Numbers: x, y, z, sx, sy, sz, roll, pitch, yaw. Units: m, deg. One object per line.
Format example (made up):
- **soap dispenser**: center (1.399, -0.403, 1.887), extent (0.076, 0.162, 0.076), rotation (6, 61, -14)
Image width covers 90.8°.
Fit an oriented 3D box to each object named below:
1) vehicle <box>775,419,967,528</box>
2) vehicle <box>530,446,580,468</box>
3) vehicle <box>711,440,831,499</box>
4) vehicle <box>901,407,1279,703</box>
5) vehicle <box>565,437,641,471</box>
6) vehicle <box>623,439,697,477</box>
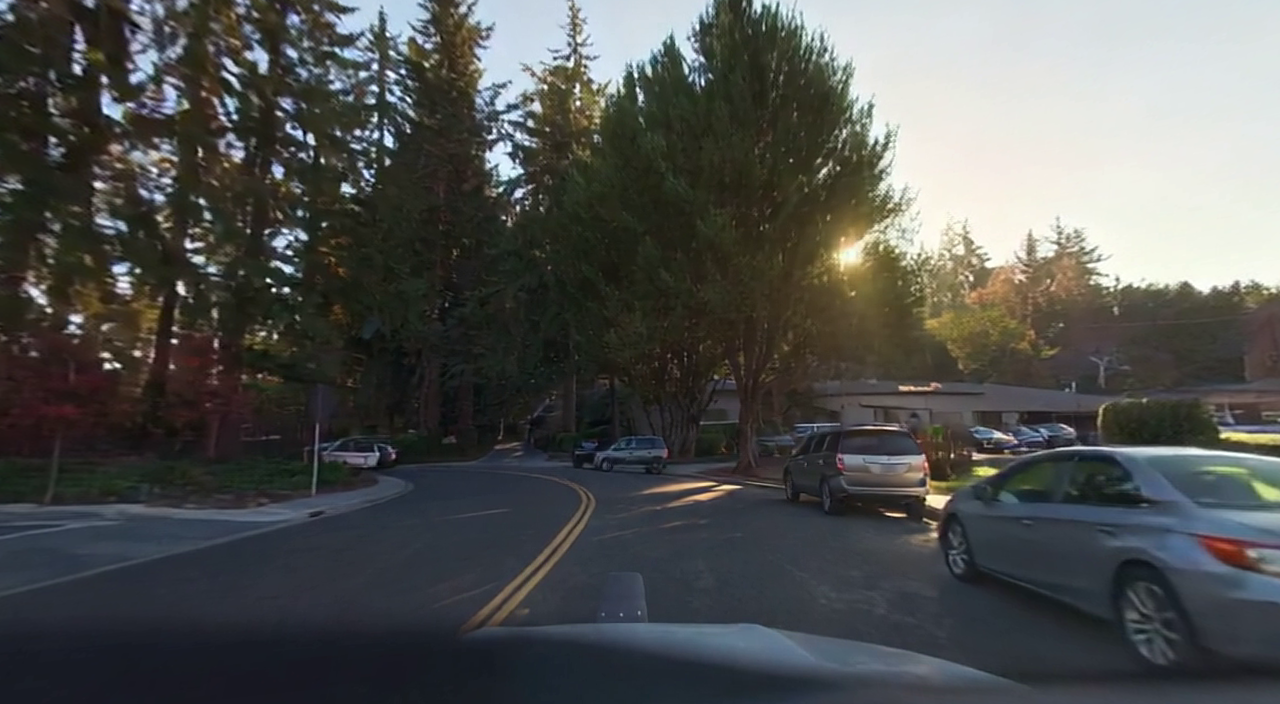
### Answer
- **vehicle**: center (4.341, 2.356, 12.826), extent (1.922, 1.785, 4.513), rotation (1, -9, -4)
- **vehicle**: center (-6.202, 7.547, 45.669), extent (1.789, 1.504, 4.435), rotation (6, -10, -33)
- **vehicle**: center (3.676, 3.400, 18.724), extent (1.844, 1.501, 4.635), rotation (2, -9, -10)
- **vehicle**: center (3.913, 1.292, 4.692), extent (2.046, 1.502, 4.767), rotation (0, -9, 2)
- **vehicle**: center (-2.374, 6.217, 38.767), extent (2.511, 1.904, 6.143), rotation (4, -10, -25)
- **vehicle**: center (0.894, 5.208, 31.245), extent (1.967, 1.698, 4.649), rotation (3, -9, -21)
